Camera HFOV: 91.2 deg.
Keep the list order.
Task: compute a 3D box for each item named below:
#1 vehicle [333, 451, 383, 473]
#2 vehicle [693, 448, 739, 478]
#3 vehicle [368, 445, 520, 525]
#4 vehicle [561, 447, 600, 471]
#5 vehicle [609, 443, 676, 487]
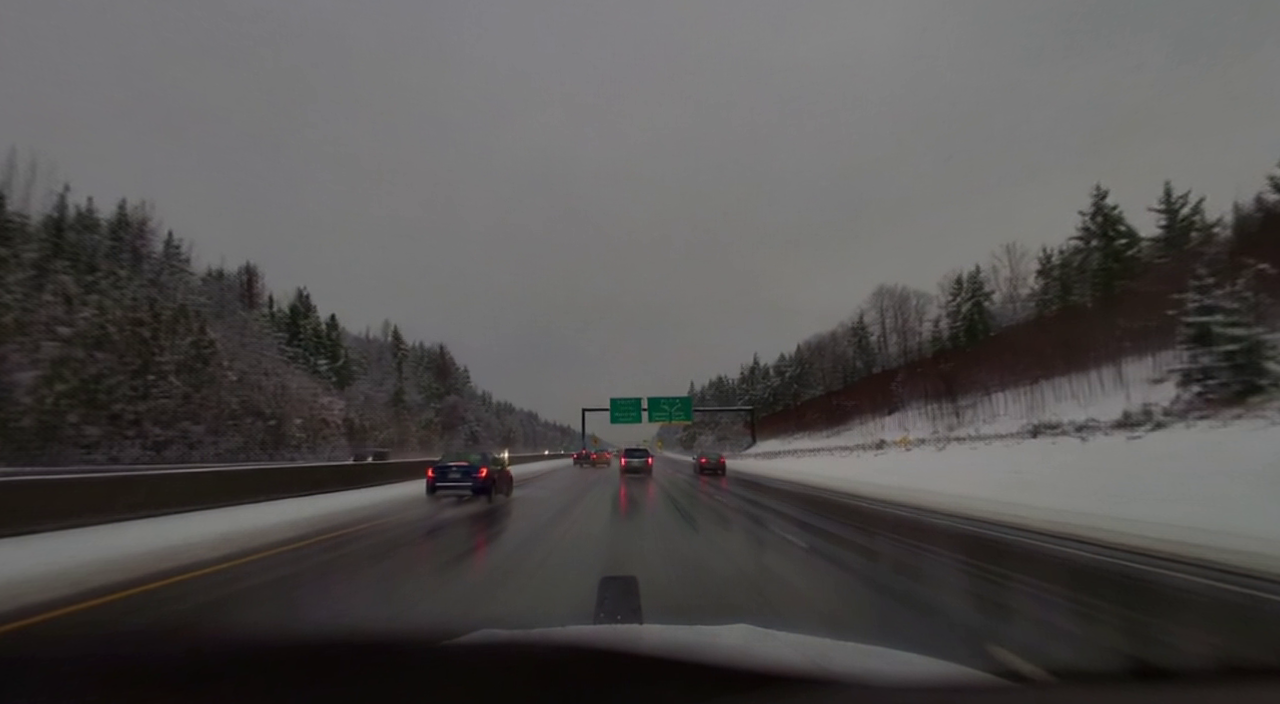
[{"bbox_3d":[-22.199,8.654,49.448,1.919,1.671,4.274,0,-9,0],"label":"vehicle"},{"bbox_3d":[4.270,6.342,36.037,2.035,1.571,4.413,0,-9,-1],"label":"vehicle"},{"bbox_3d":[-4.078,2.816,13.860,2.017,1.469,4.113,0,-9,0],"label":"vehicle"},{"bbox_3d":[-4.398,7.982,47.034,2.545,1.679,4.267,0,-9,0],"label":"vehicle"},{"bbox_3d":[0.083,4.772,26.787,2.634,1.679,4.070,0,-9,0],"label":"vehicle"}]
